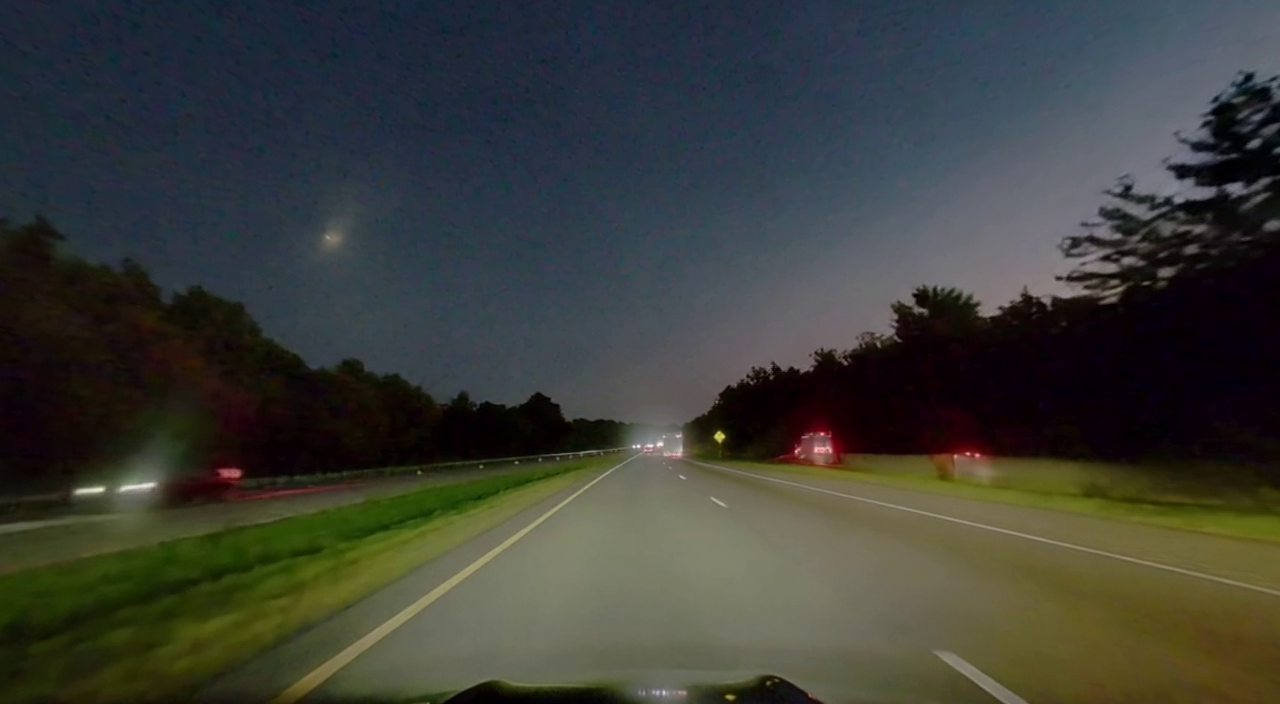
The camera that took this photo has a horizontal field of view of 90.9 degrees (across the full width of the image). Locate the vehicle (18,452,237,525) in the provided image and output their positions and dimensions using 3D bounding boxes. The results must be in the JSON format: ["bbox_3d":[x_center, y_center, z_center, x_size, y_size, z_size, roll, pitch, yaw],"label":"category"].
[{"bbox_3d":[-13.295,3.508,16.835,1.993,1.537,4.613,-3,-9,0],"label":"vehicle"}]
